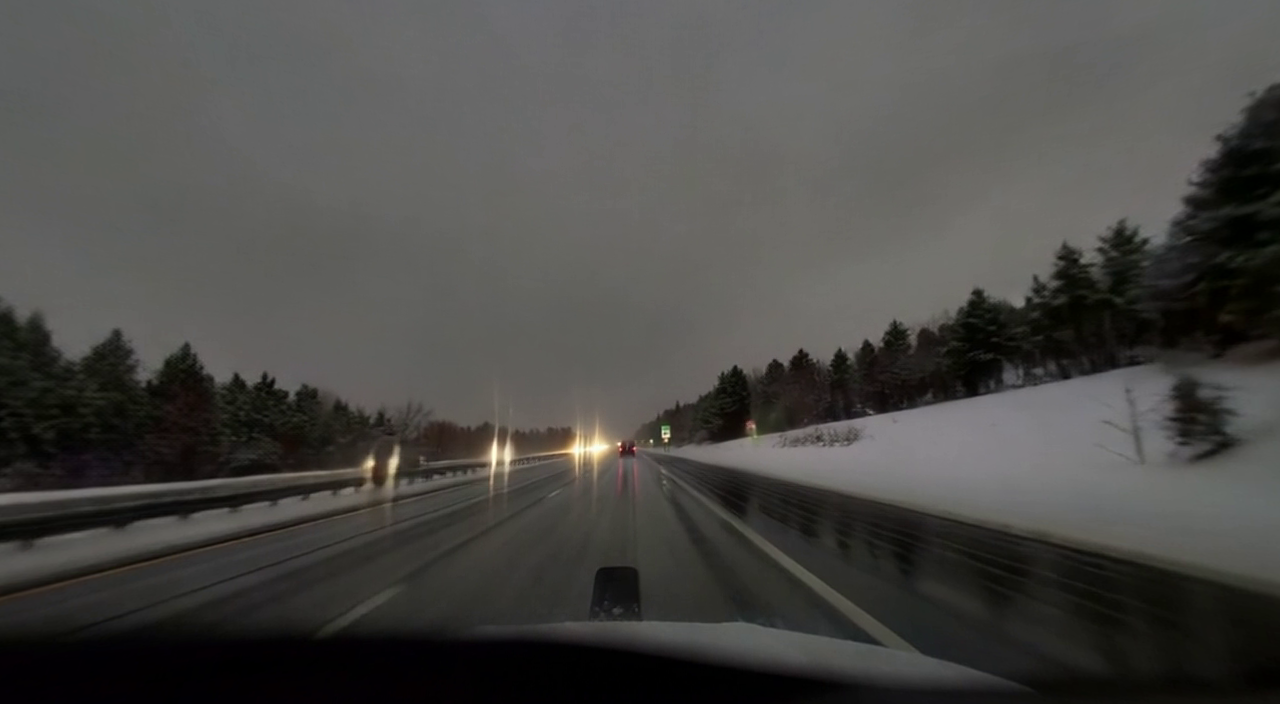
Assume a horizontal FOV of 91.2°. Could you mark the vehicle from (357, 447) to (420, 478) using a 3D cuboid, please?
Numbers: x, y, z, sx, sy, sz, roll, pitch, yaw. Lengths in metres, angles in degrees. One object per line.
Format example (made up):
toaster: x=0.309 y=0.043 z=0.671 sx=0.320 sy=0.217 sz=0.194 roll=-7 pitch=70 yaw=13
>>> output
vehicle: x=-13.640 y=5.970 z=34.212 sx=1.878 sy=1.552 sz=4.120 roll=0 pitch=-9 yaw=-2
